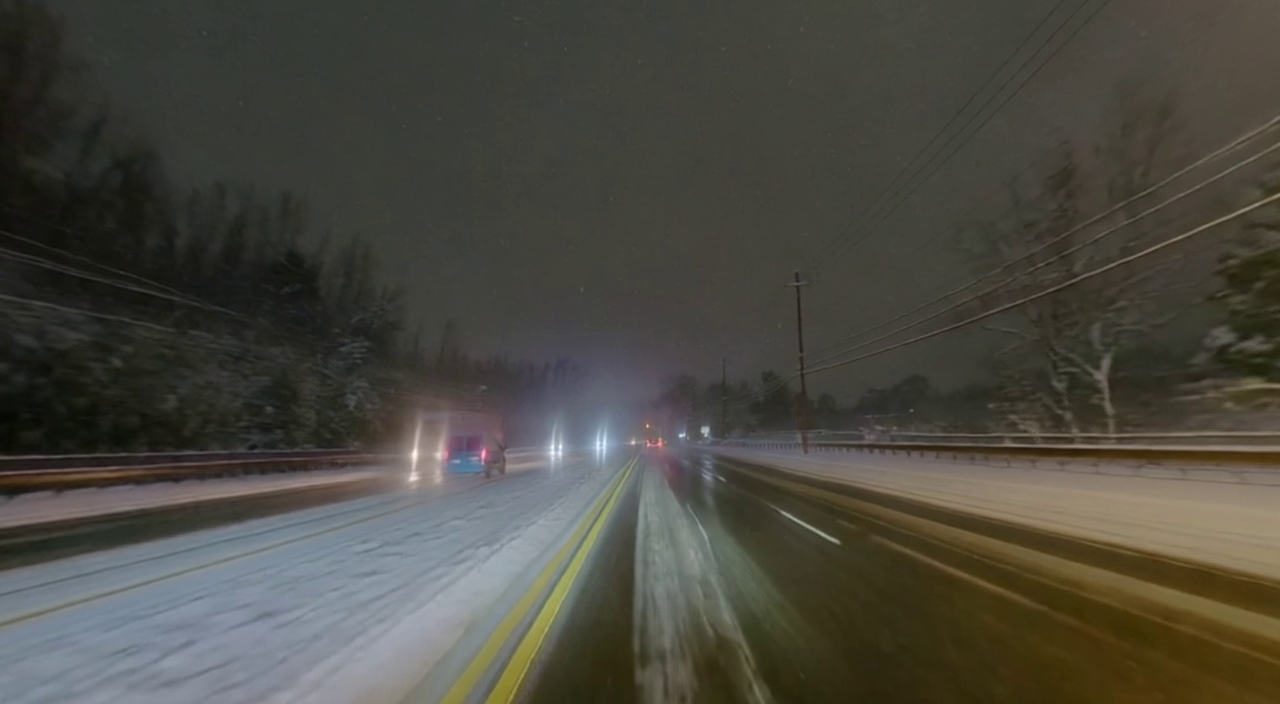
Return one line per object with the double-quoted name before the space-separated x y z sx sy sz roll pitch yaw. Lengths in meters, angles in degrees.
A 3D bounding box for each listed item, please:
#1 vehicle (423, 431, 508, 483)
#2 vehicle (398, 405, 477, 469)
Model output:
"vehicle" -6.925 4.210 25.506 2.068 1.897 4.372 -1 -8 2
"vehicle" -13.928 5.937 43.862 3.090 4.025 6.471 1 -8 1
